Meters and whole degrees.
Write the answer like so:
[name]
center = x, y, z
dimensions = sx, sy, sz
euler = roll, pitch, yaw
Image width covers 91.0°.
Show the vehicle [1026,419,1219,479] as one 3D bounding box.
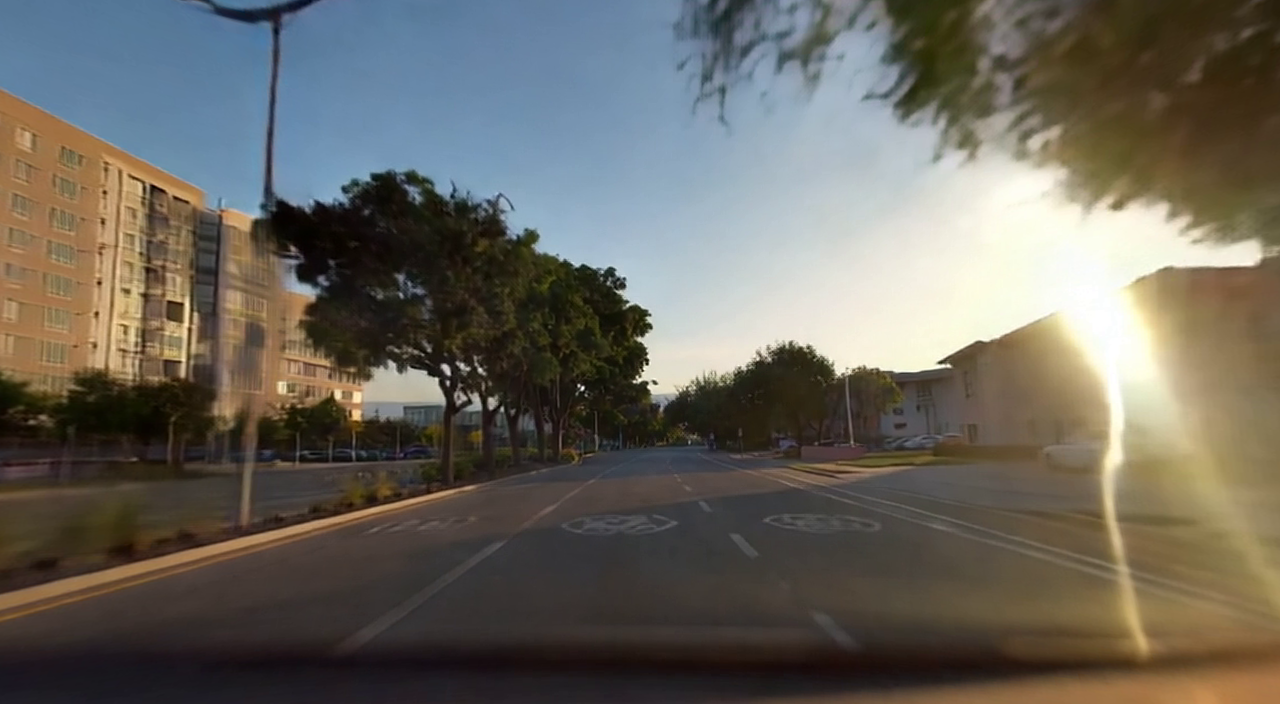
[vehicle]
center = 13.611, 2.791, 18.256
dimensions = 1.879, 1.507, 4.836
euler = 0, -8, 2
